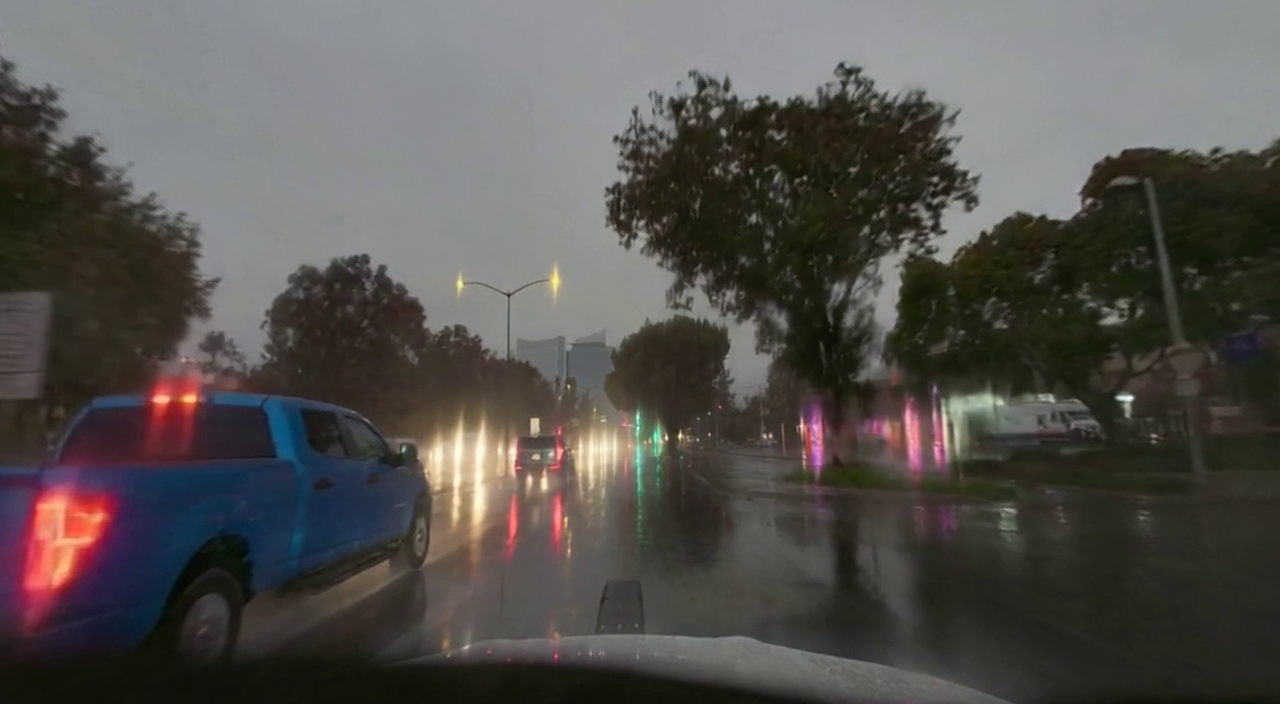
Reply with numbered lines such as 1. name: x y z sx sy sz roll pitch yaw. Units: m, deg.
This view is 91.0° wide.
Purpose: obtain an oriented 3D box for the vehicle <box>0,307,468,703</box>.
1. vehicle: -3.196 1.115 4.712 2.277 1.801 5.250 0 -8 1

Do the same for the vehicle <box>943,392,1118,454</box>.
1. vehicle: 26.139 5.095 43.721 2.948 3.576 13.937 1 -8 -2

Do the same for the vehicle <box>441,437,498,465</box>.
1. vehicle: -11.315 6.629 42.254 2.266 1.756 5.406 0 -8 1

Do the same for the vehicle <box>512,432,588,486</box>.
1. vehicle: -3.251 3.984 23.873 2.065 1.790 5.417 0 -8 0
